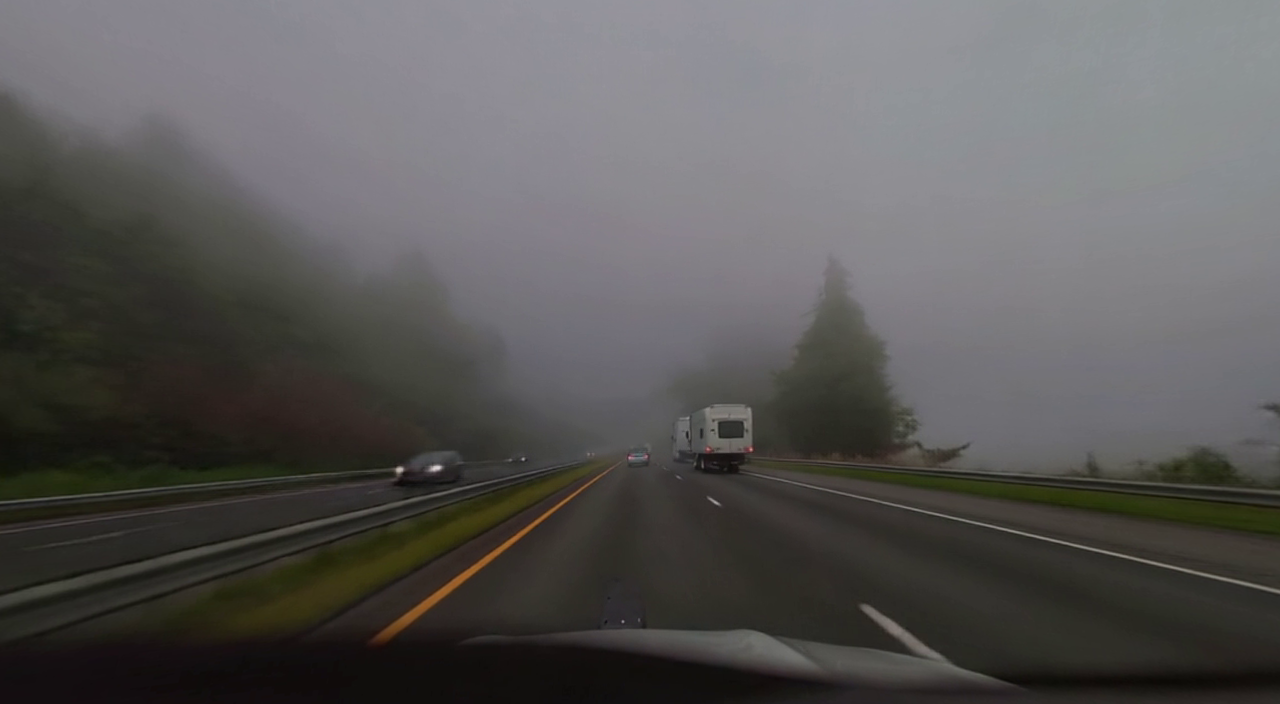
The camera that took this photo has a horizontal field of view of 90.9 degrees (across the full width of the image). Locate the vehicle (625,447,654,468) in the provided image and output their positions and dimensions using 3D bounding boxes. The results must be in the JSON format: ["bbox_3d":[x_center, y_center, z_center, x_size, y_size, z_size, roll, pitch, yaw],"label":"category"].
[{"bbox_3d":[-0.069,7.231,43.285,1.926,1.386,3.615,0,-9,-1],"label":"vehicle"}]

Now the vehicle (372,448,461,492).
[{"bbox_3d":[-8.704,4.583,24.936,1.920,1.564,4.208,0,-9,0],"label":"vehicle"}]

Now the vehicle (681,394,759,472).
[{"bbox_3d":[4.708,5.408,40.706,2.939,4.129,14.300,0,-9,-1],"label":"vehicle"}]
